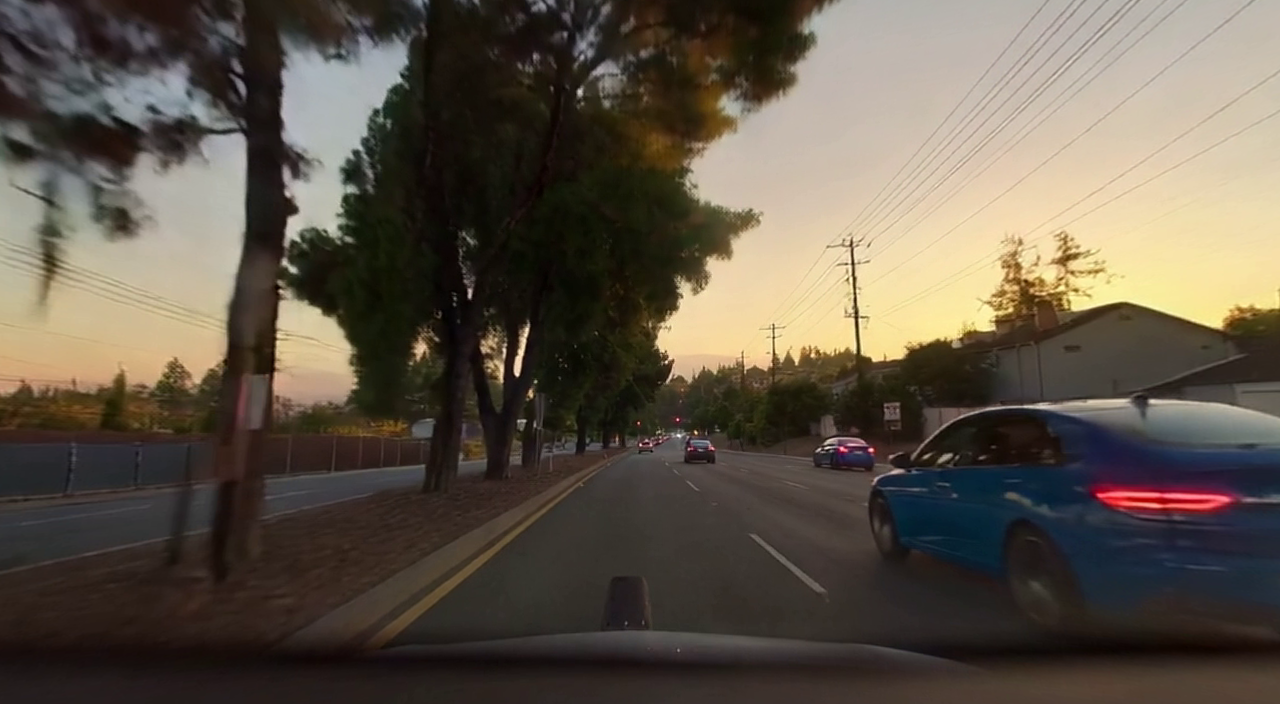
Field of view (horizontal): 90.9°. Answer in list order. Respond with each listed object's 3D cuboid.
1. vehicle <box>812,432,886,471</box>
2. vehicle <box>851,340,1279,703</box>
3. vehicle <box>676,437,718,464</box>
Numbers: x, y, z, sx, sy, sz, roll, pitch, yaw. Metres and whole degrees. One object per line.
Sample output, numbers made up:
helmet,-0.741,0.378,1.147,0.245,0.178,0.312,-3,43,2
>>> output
vehicle,9.912,4.755,30.221,1.978,1.700,4.461,0,-8,0
vehicle,3.600,1.141,5.122,2.176,1.752,4.628,0,-8,0
vehicle,3.365,5.902,37.853,2.063,1.481,4.247,0,-8,0
